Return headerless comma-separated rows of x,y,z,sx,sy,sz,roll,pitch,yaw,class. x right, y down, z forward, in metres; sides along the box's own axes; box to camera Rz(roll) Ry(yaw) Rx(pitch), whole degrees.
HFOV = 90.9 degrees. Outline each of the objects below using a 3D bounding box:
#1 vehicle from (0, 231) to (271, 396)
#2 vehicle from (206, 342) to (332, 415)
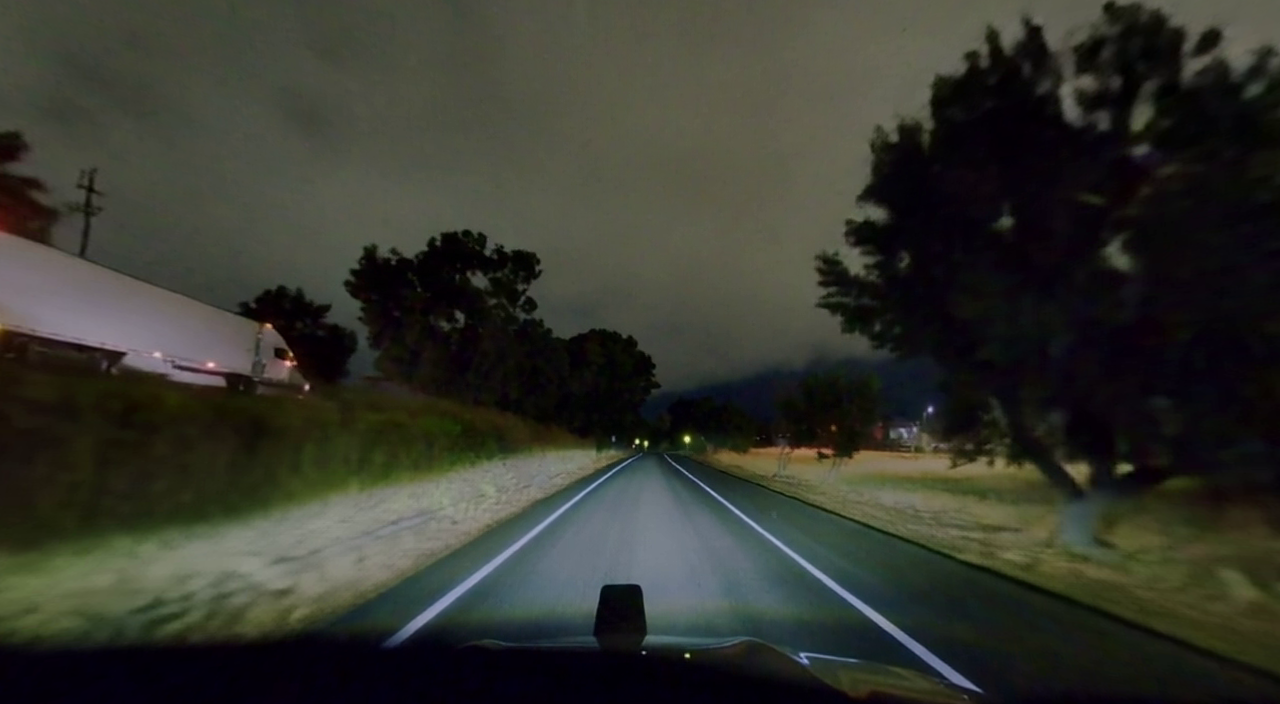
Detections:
-25.266,-0.962,31.138,3.314,4.163,16.558,-1,-11,3,vehicle
-24.070,1.878,41.640,3.022,4.324,8.607,-1,-4,1,vehicle
